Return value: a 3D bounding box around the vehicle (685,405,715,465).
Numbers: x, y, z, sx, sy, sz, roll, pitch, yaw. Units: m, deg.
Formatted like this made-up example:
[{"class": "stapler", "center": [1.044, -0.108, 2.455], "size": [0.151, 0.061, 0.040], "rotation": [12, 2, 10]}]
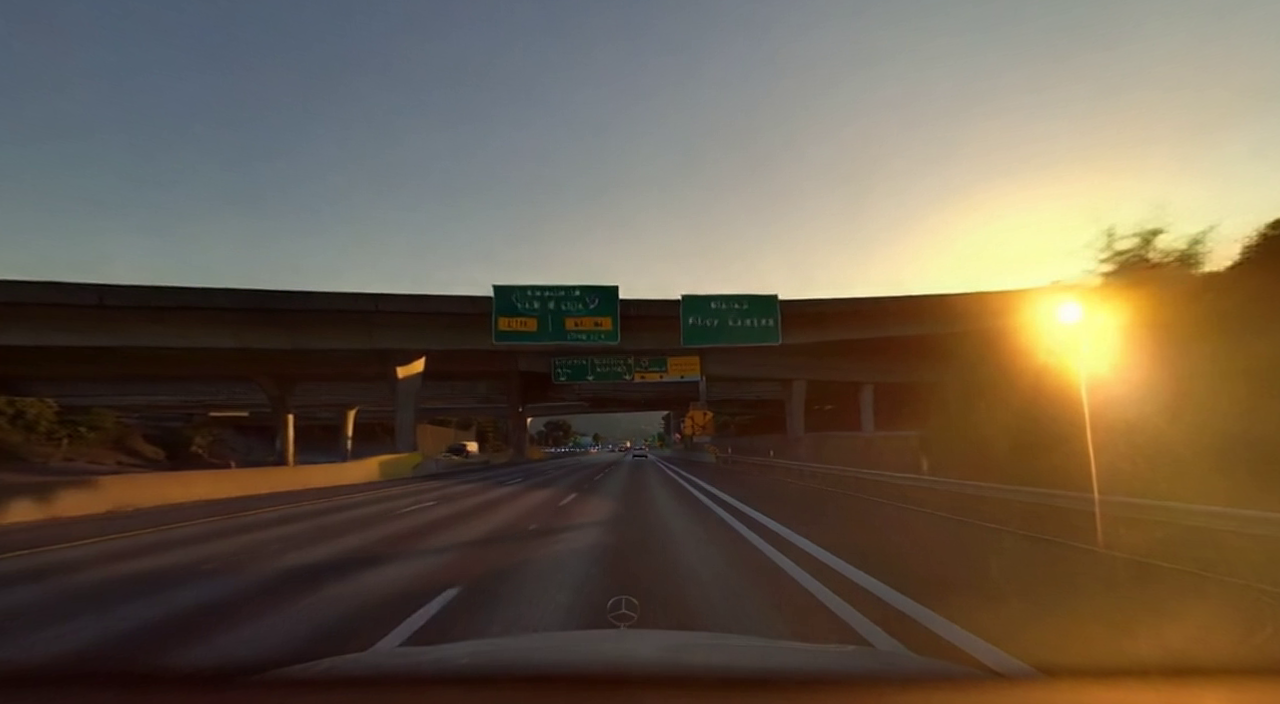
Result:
[{"class": "vehicle", "center": [4.144, 5.879, 44.203], "size": [1.697, 3.935, 4.195], "rotation": [-1, -9, 1]}]
